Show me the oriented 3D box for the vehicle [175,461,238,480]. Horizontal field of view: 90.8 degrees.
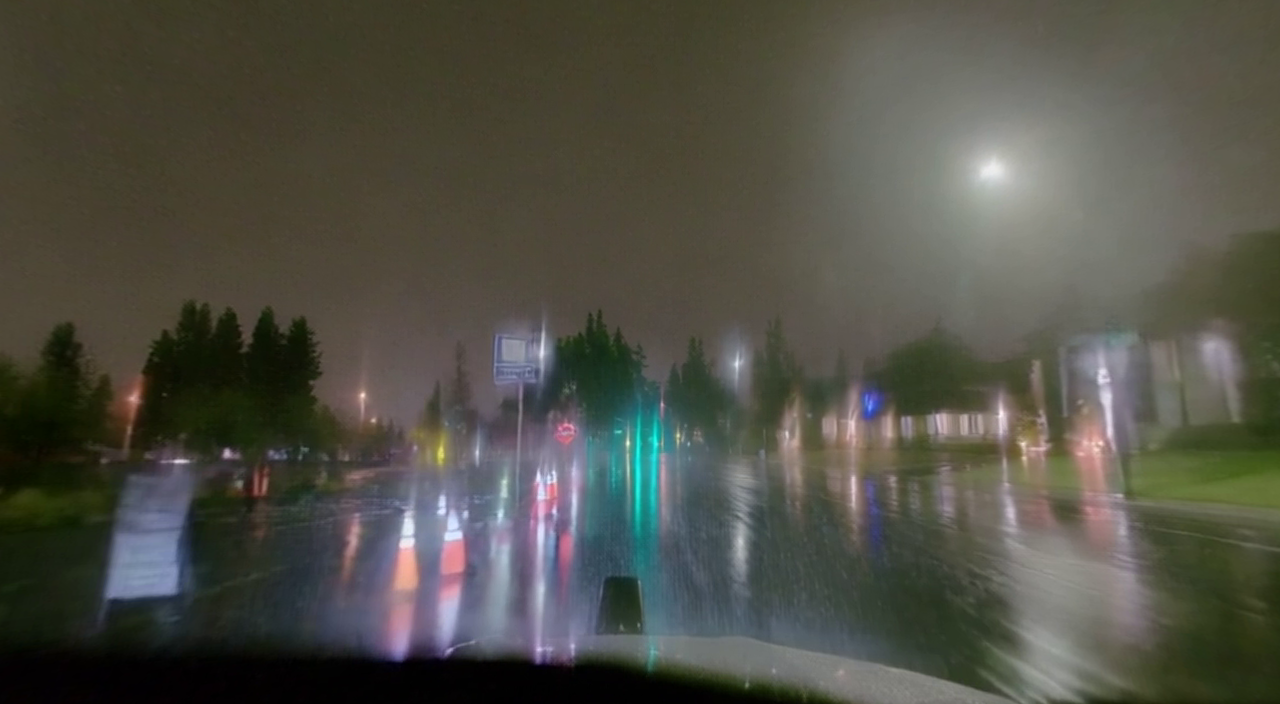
[{"bbox_3d":[-33.639,9.211,49.098,3.512,1.321,1.874,0,-9,-4],"label":"vehicle"}]
